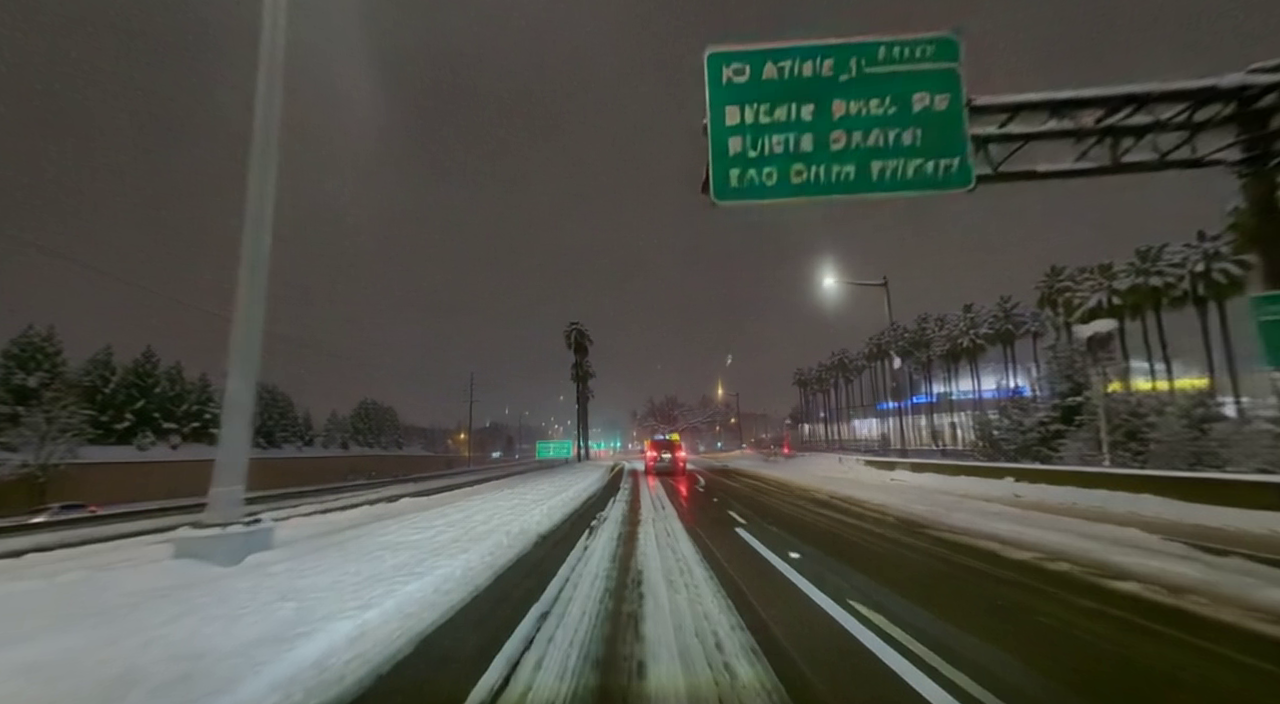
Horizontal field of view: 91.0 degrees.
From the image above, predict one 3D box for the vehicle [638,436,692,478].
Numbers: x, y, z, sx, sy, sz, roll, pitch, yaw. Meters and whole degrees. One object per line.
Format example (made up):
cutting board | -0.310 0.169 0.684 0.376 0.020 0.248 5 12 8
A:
vehicle | 1.068 4.779 28.812 2.089 1.718 4.193 0 -9 -3
